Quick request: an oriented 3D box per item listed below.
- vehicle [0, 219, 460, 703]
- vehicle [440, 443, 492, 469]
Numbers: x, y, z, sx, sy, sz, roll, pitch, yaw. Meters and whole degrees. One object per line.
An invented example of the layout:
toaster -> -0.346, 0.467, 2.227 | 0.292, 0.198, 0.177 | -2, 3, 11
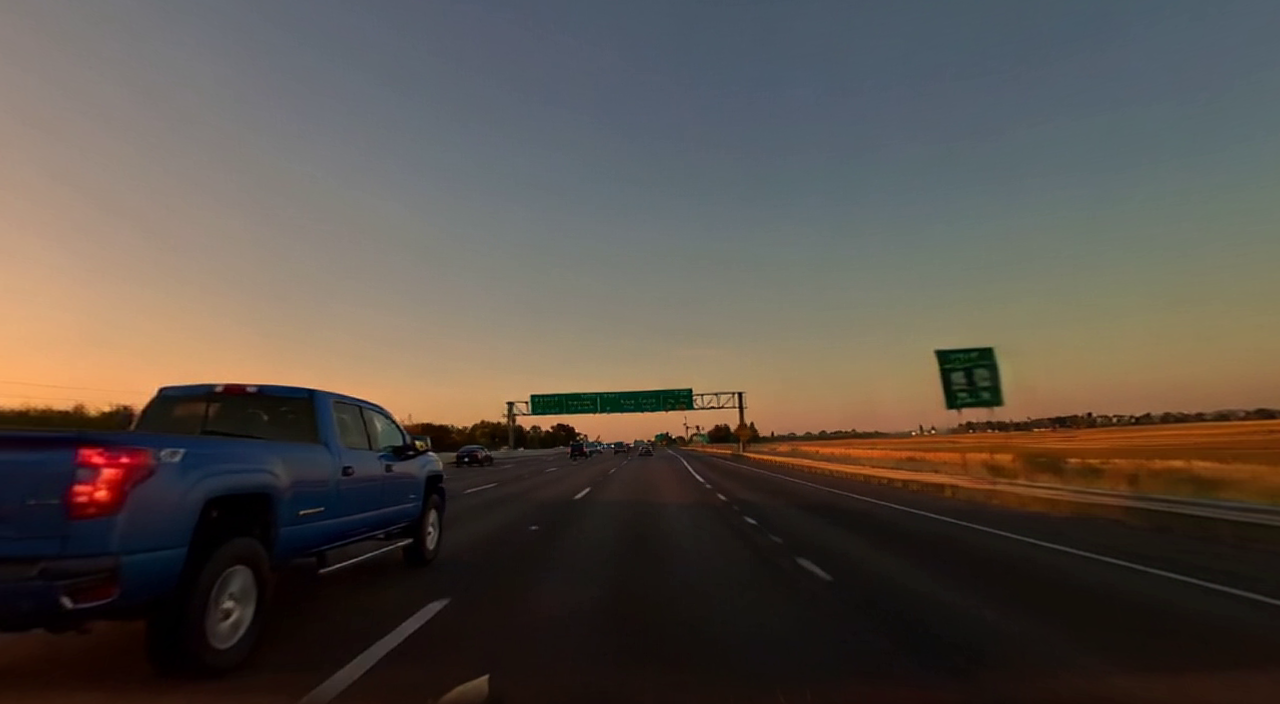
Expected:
vehicle -> -3.566, 0.913, 4.611 | 2.601, 2.084, 6.068 | 0, -8, 1
vehicle -> -10.831, 6.495, 39.619 | 1.957, 1.565, 4.311 | 0, -8, 1
